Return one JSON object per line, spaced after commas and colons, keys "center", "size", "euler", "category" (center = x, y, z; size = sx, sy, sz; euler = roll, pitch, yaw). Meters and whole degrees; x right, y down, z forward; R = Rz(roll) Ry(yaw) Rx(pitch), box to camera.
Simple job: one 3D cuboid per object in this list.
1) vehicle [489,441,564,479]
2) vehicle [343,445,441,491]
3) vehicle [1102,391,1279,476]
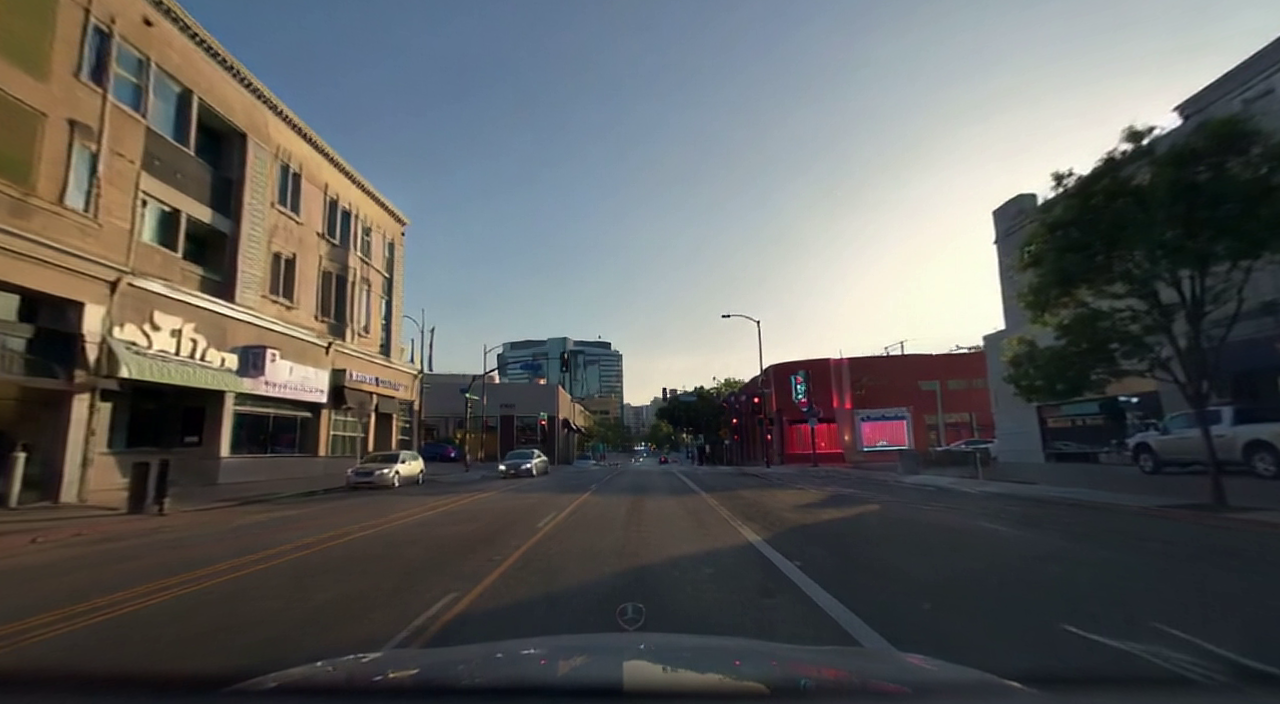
{"center": [-4.883, 4.710, 27.820], "size": [1.984, 1.489, 4.515], "euler": [-1, -8, 7], "category": "vehicle"}
{"center": [-9.122, 4.282, 23.654], "size": [1.908, 1.529, 4.522], "euler": [0, -8, -1], "category": "vehicle"}
{"center": [15.147, 2.136, 16.378], "size": [2.180, 1.848, 5.417], "euler": [-1, -8, 1], "category": "vehicle"}
